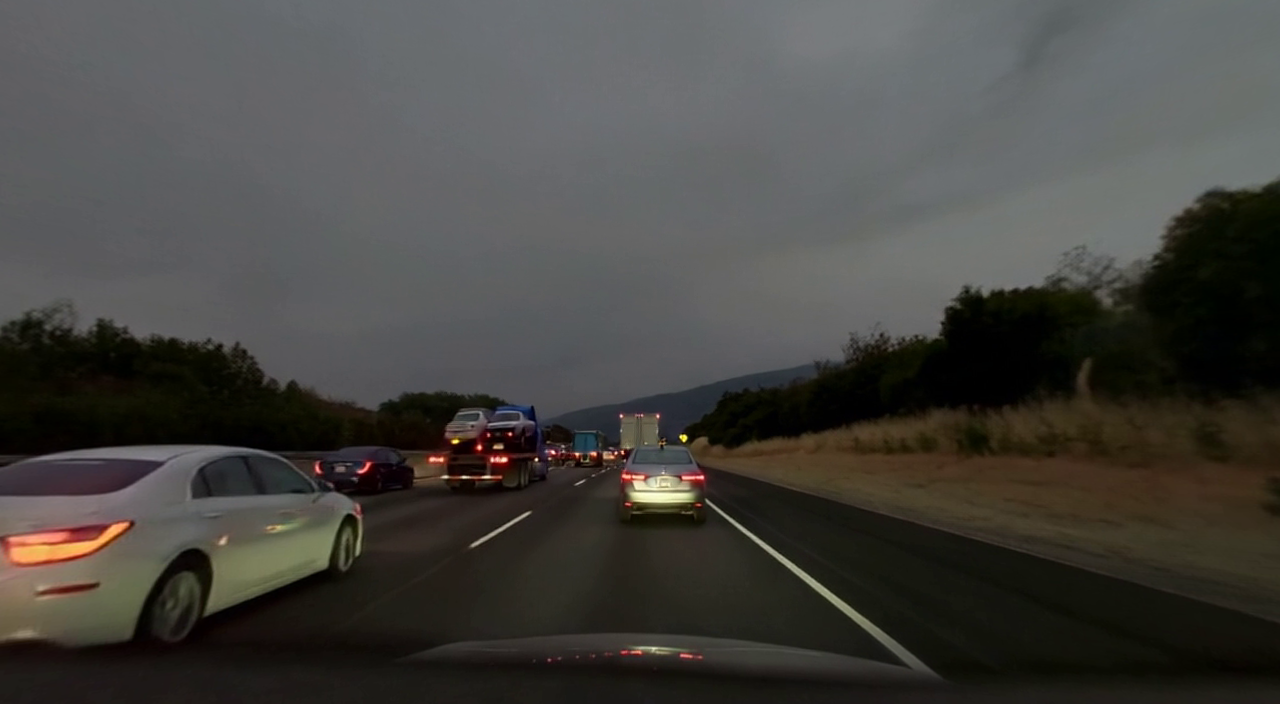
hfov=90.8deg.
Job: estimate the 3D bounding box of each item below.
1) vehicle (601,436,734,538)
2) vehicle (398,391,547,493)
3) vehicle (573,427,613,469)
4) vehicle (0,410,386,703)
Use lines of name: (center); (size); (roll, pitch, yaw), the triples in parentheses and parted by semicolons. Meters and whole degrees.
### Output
vehicle: (0.391, 2.286, 11.212); (1.991, 1.507, 3.391); (0, -9, 0)
vehicle: (-2.937, 1.726, 12.060); (2.031, 1.594, 4.103); (1, -9, -5)
vehicle: (-3.251, 6.870, 44.997); (2.289, 2.710, 6.726); (0, -9, 0)
vehicle: (-3.663, 1.229, 4.210); (1.947, 1.470, 4.526); (0, -9, 2)
